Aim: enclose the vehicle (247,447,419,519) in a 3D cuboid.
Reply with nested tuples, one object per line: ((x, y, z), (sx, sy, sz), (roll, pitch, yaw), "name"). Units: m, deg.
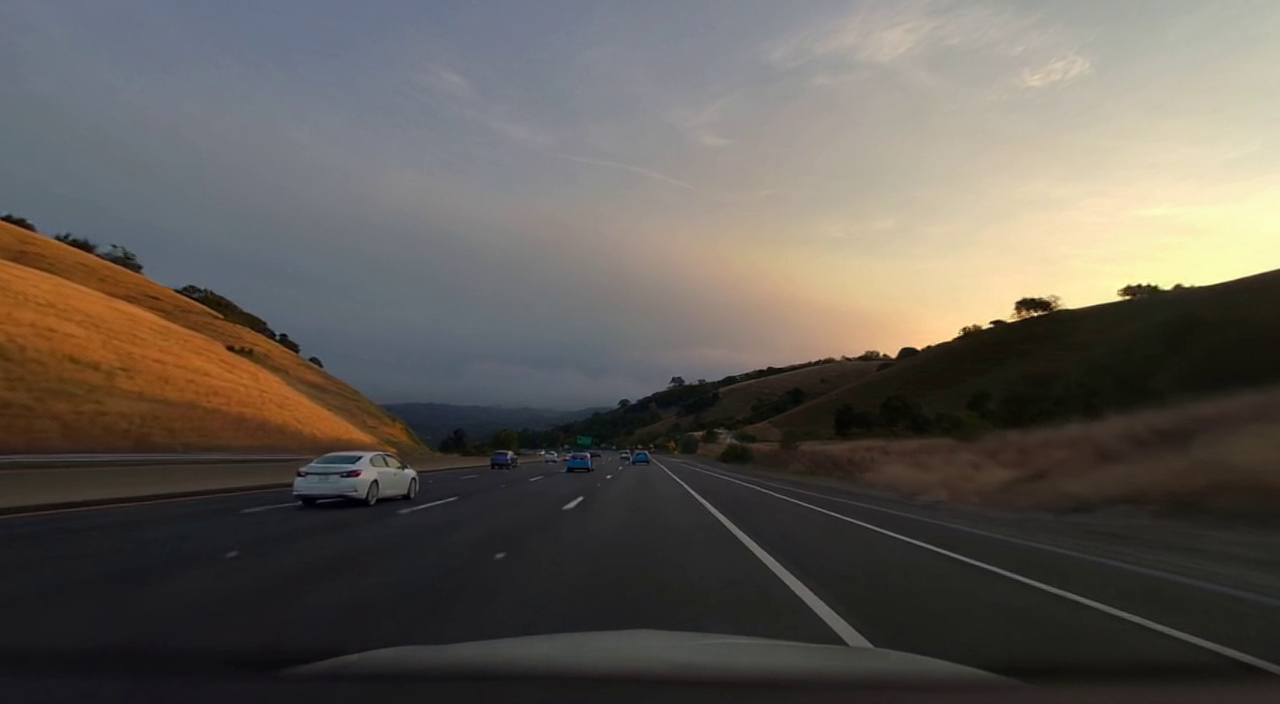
((-7.153, 3.059, 15.309), (1.991, 1.441, 4.265), (0, -8, 1), "vehicle")

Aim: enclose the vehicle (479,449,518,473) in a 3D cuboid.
((-11.060, 8.553, 49.730), (2.025, 1.750, 4.505), (0, -8, 0), "vehicle")

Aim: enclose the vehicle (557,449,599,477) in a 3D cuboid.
((-3.708, 6.703, 38.391), (2.144, 1.505, 4.649), (0, -8, -1), "vehicle")

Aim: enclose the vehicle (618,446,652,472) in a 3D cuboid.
((-0.356, 7.399, 43.779), (2.225, 1.674, 4.044), (0, -8, -1), "vehicle")
